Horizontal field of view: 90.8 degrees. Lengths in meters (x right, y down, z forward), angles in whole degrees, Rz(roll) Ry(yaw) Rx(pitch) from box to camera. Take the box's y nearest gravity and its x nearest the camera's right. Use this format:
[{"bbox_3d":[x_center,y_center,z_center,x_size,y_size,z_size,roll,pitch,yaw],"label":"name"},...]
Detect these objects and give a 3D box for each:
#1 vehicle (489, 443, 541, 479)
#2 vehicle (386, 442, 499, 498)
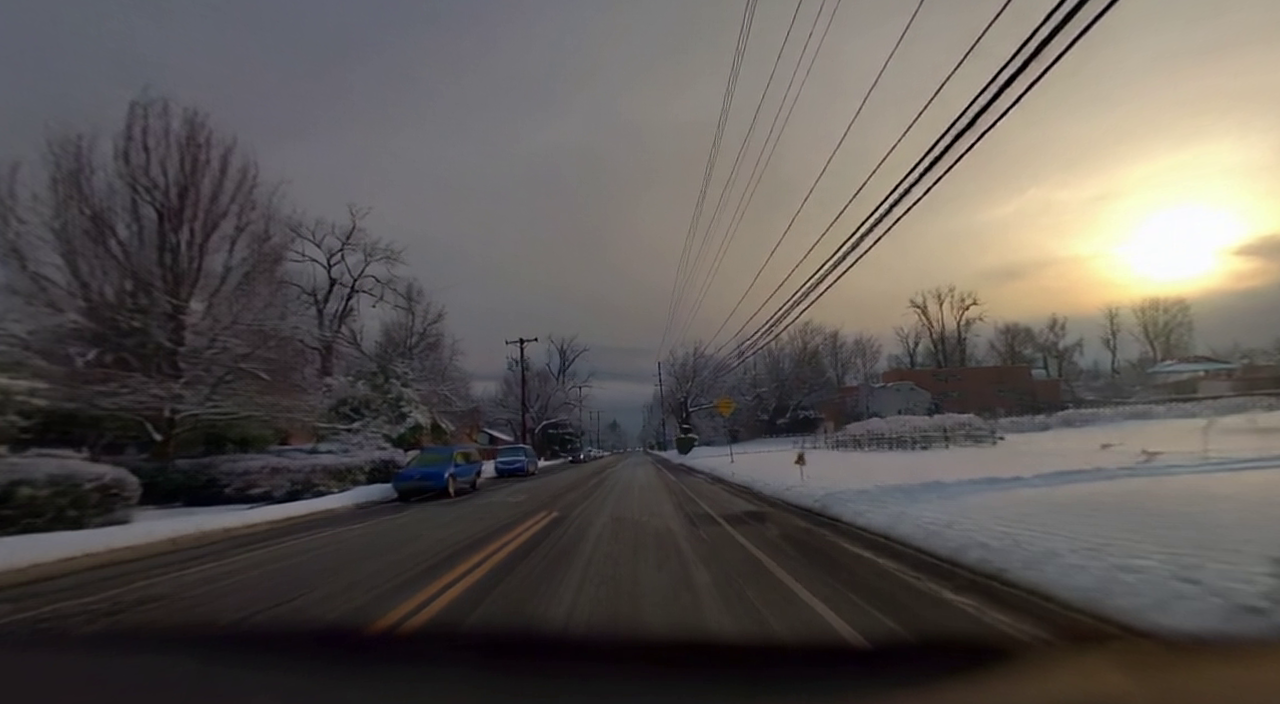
[{"bbox_3d":[-6.748,5.880,34.519,1.923,1.687,4.511,-4,-8,-1],"label":"vehicle"},{"bbox_3d":[-6.519,3.946,21.467,2.129,1.556,4.778,-4,-9,2],"label":"vehicle"}]
